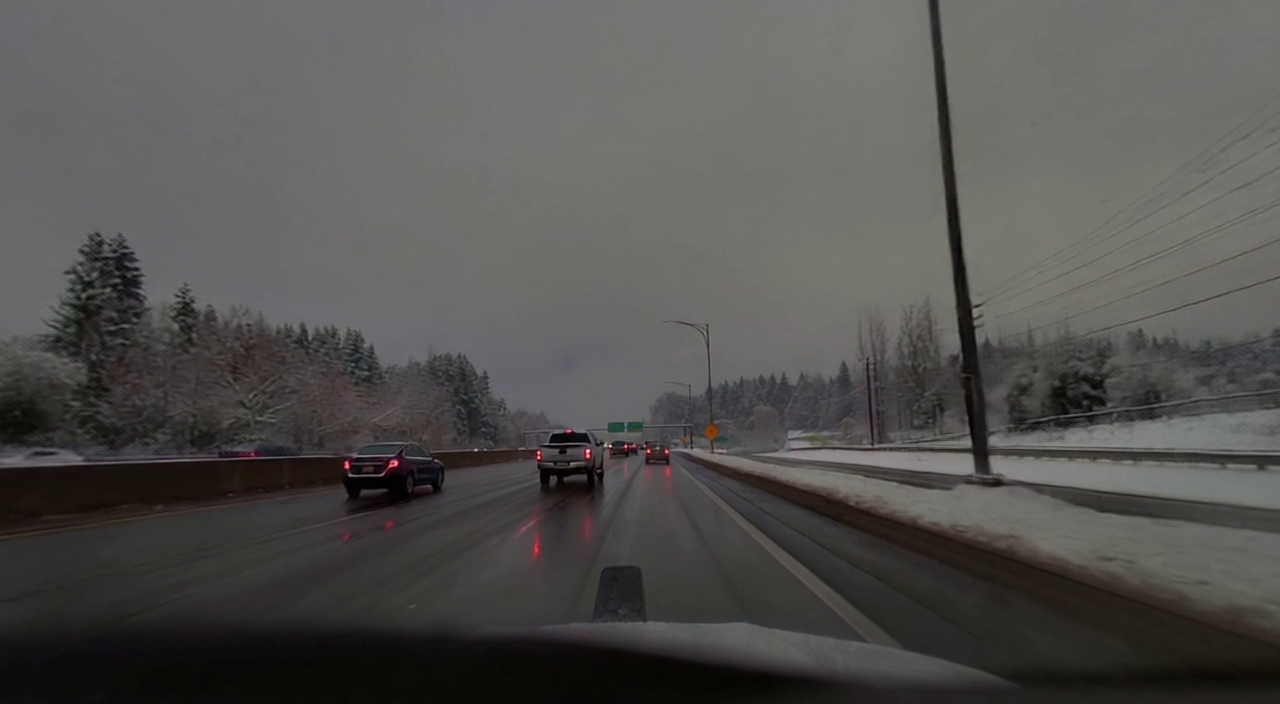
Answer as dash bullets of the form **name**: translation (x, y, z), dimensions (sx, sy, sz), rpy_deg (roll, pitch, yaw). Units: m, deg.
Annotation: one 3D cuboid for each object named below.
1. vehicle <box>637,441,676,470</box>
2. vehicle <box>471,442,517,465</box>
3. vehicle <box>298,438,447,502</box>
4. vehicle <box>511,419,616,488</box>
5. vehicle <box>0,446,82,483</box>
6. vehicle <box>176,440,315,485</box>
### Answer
- **vehicle**: translation (0.861, 5.582, 34.148), dimensions (2.013, 1.444, 4.447), rpy_deg (0, -8, 1)
- **vehicle**: translation (-9.847, 6.862, 42.745), dimensions (1.915, 1.472, 4.502), rpy_deg (0, -8, 2)
- **vehicle**: translation (-6.974, 3.090, 16.993), dimensions (1.964, 1.481, 4.425), rpy_deg (0, -8, 2)
- **vehicle**: translation (-2.481, 3.610, 22.626), dimensions (2.815, 2.092, 6.526), rpy_deg (0, -8, 1)
- **vehicle**: translation (-28.152, 4.978, 27.930), dimensions (1.805, 1.574, 5.082), rpy_deg (0, -8, 2)
- **vehicle**: translation (-14.278, 4.006, 23.150), dimensions (1.938, 1.475, 4.760), rpy_deg (0, -8, 2)
